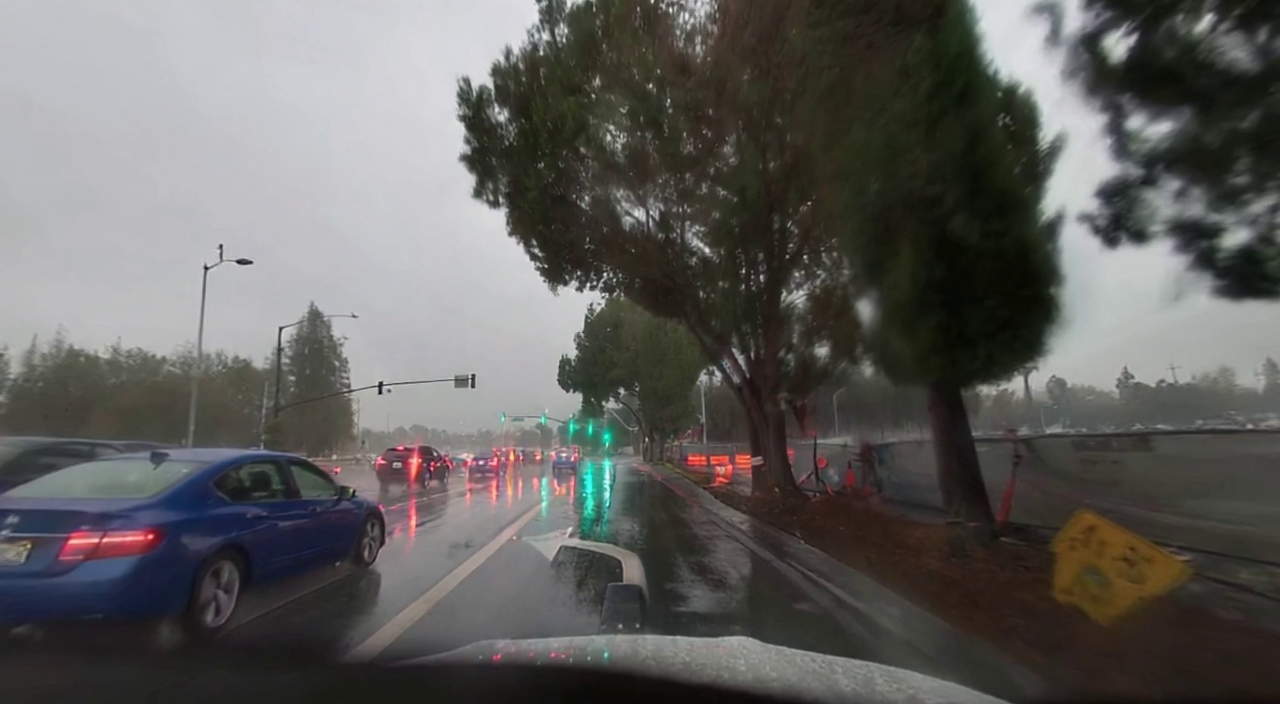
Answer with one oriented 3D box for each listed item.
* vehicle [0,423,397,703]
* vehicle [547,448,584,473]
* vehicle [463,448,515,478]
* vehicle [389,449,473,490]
[{"bbox_3d":[-4.162,1.506,5.701,2.026,1.497,4.577,-2,-9,1],"label":"vehicle"},{"bbox_3d":[-4.613,6.763,39.711,2.042,1.441,4.172,0,-9,-2],"label":"vehicle"},{"bbox_3d":[-8.160,6.028,34.505,1.900,1.507,4.285,0,-9,-2],"label":"vehicle"},{"bbox_3d":[-8.441,4.748,25.948,1.992,1.446,4.296,-1,-9,0],"label":"vehicle"}]
